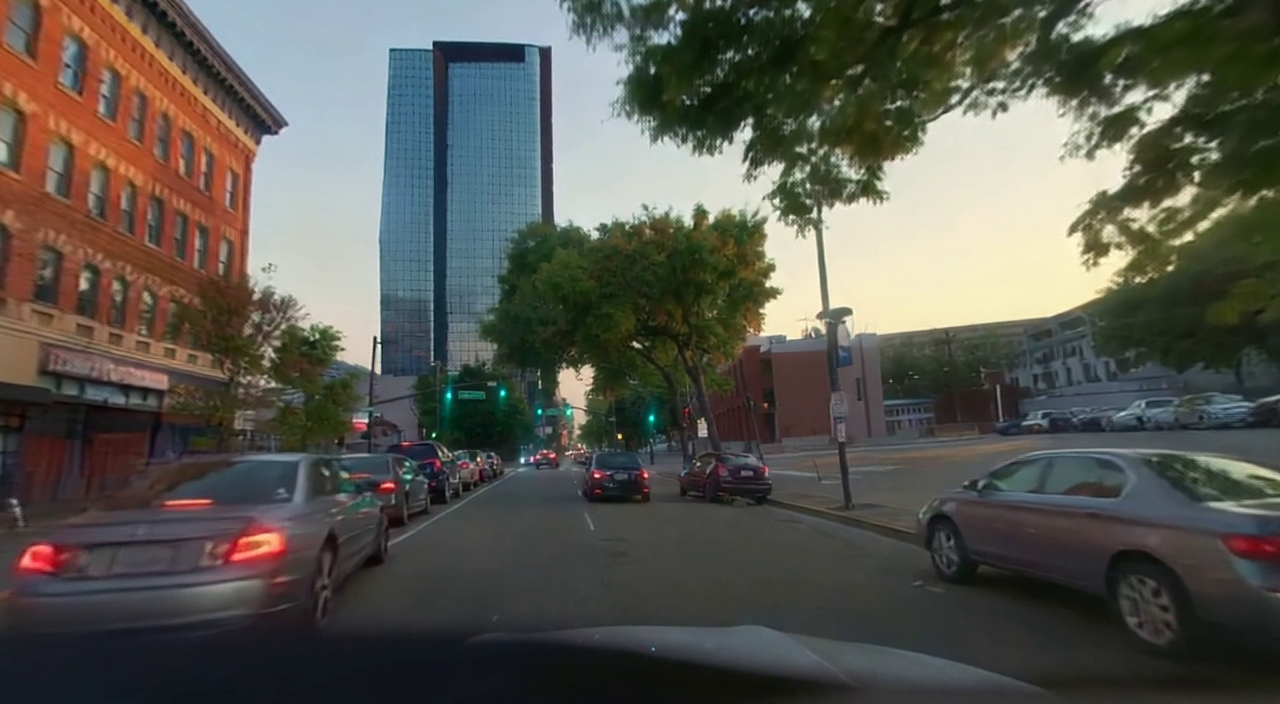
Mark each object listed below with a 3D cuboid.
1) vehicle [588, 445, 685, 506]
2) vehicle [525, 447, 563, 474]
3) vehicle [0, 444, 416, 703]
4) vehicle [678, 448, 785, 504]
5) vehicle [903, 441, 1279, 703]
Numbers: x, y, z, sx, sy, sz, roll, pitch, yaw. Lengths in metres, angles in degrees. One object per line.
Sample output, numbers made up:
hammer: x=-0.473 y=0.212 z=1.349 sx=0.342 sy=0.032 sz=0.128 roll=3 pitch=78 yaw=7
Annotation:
vehicle: x=-0.263 y=3.337 z=17.592 sx=2.150 sy=1.464 sz=4.467 roll=1 pitch=-9 yaw=-8
vehicle: x=-5.707 y=6.437 z=37.627 sx=2.102 sy=1.521 sz=4.078 roll=1 pitch=-9 yaw=-8
vehicle: x=-3.330 y=1.516 z=5.389 sx=2.169 sy=1.427 sz=4.531 roll=2 pitch=-9 yaw=-14
vehicle: x=2.609 y=3.677 z=19.241 sx=1.956 sy=1.446 sz=4.537 roll=1 pitch=-9 yaw=-9
vehicle: x=4.208 y=1.561 z=5.360 sx=1.986 sy=1.555 sz=3.879 roll=1 pitch=-9 yaw=-5
